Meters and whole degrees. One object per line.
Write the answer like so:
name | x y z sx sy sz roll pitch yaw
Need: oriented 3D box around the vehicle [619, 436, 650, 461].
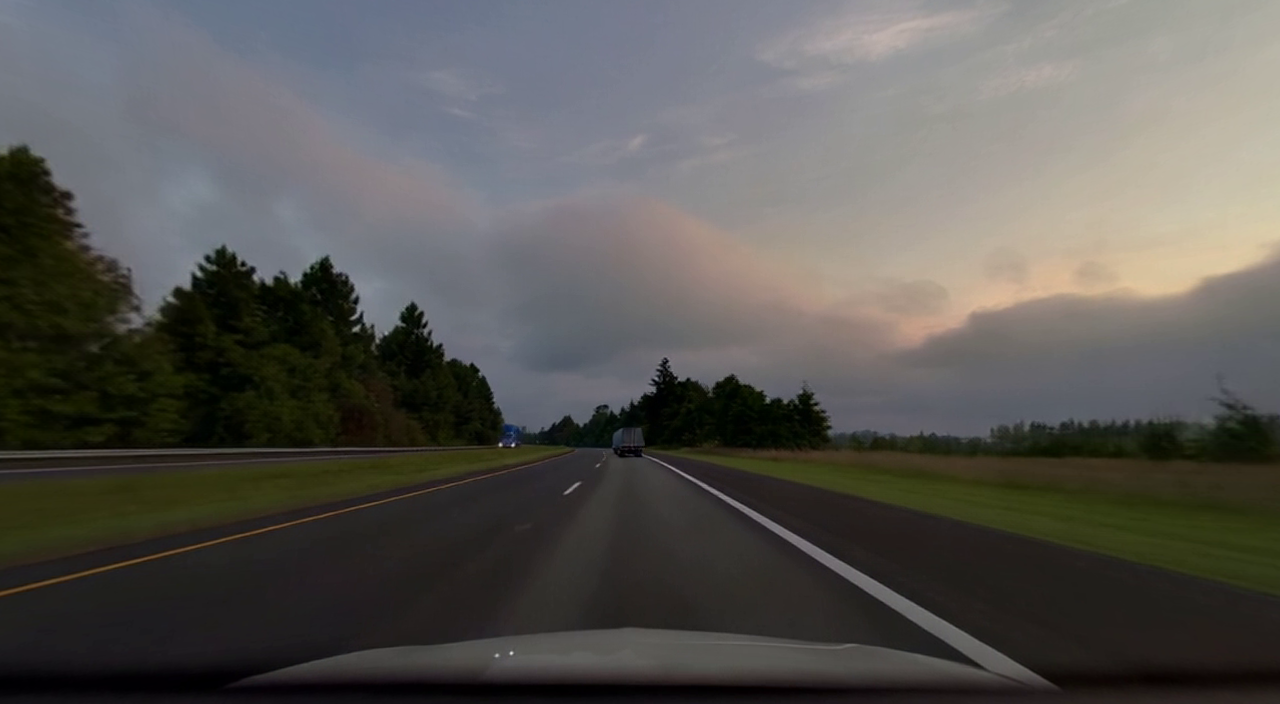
vehicle | -0.472 7.134 46.467 2.079 1.729 4.380 0 -8 -3
